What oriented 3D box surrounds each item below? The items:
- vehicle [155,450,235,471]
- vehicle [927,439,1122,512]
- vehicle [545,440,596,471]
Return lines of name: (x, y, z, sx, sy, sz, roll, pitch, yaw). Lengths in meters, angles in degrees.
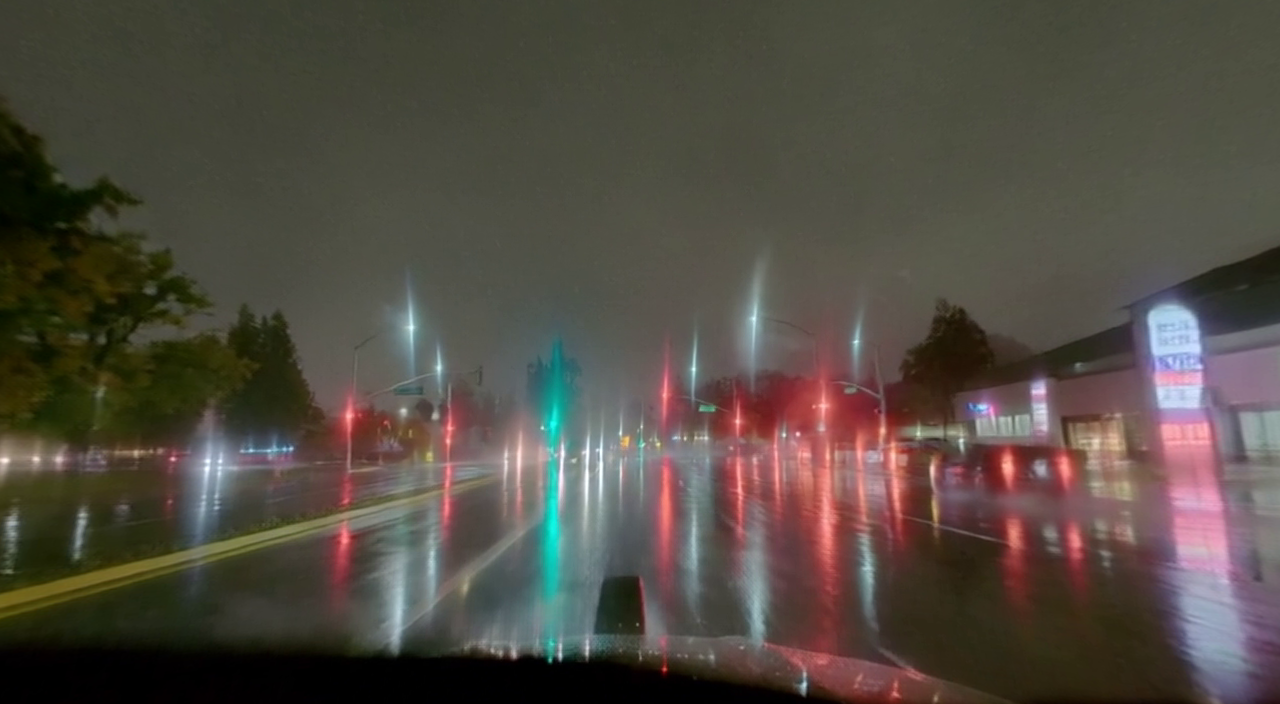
vehicle: (-34.939, 8.498, 49.620, 5.228, 1.539, 2.009, -2, -8, 11)
vehicle: (8.794, 2.826, 14.995, 1.936, 1.460, 4.258, 0, -8, 0)
vehicle: (-3.595, 5.454, 33.556, 2.121, 1.481, 4.708, 0, -8, 1)
